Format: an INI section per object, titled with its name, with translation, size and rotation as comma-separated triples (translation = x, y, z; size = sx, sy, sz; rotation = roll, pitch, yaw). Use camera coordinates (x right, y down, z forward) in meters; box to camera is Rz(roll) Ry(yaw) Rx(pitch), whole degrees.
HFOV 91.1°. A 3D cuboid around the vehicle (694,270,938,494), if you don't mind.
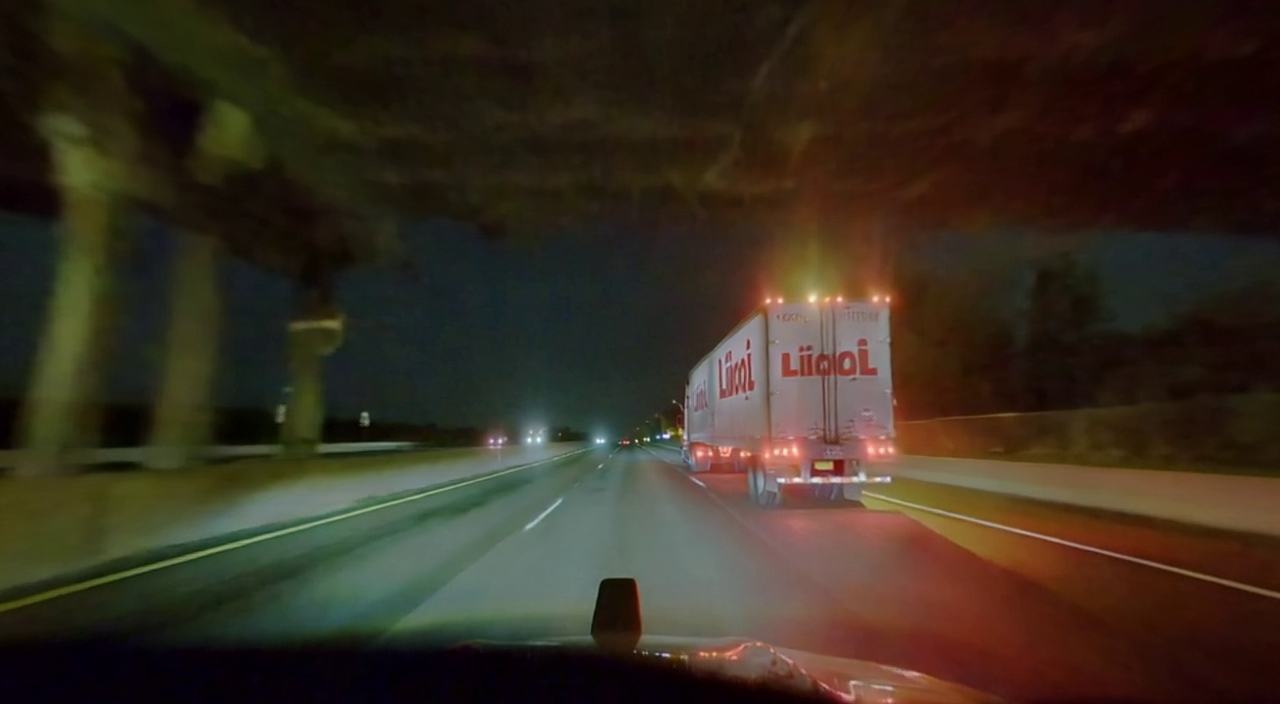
[vehicle]
translation = 3.869, 1.498, 19.046
size = 3.034, 4.194, 14.704
rotation = 0, -8, 0
